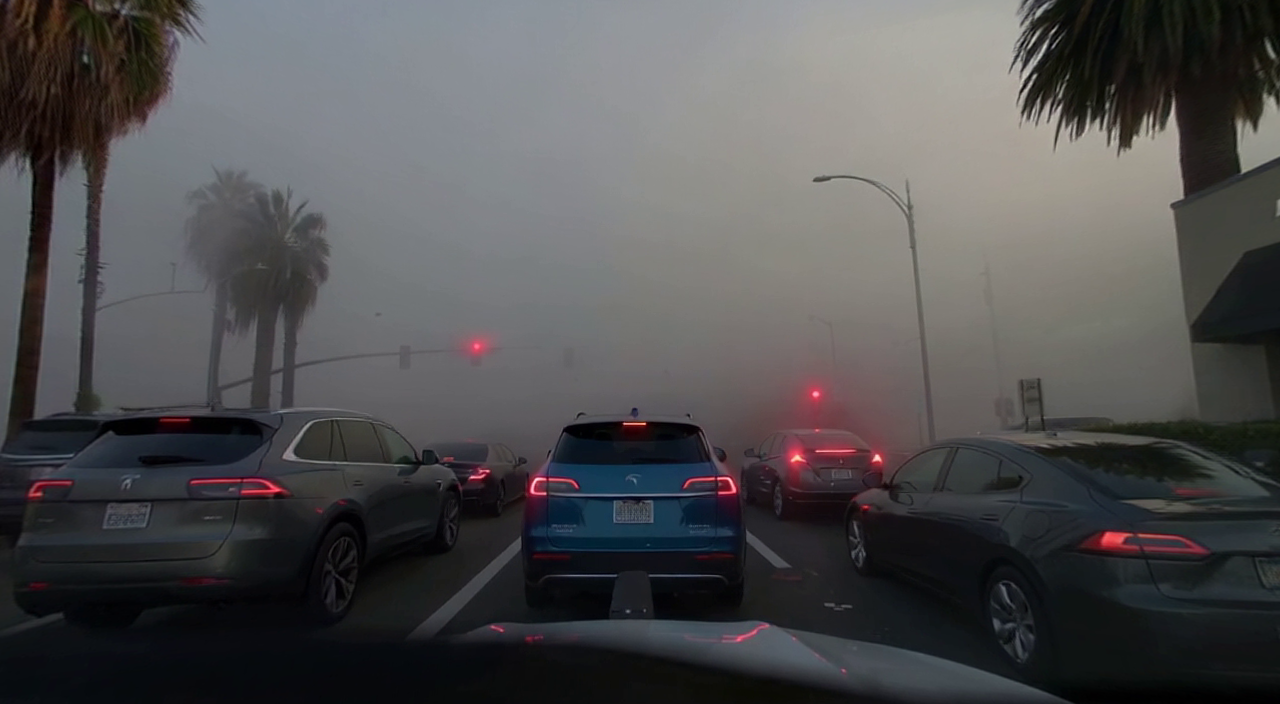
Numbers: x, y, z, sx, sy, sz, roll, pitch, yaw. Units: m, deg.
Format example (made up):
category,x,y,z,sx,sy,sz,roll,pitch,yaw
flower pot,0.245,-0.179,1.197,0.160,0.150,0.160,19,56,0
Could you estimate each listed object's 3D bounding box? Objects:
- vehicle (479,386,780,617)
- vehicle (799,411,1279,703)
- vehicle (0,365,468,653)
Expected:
category,x,y,z,sx,sy,sz,roll,pitch,yaw
vehicle,-0.132,1.457,7.062,2.280,1.747,4.361,0,-8,-2
vehicle,2.963,1.367,5.257,2.017,1.491,4.611,0,-8,-1
vehicle,-3.350,1.277,6.126,2.014,1.755,4.360,0,-8,1
